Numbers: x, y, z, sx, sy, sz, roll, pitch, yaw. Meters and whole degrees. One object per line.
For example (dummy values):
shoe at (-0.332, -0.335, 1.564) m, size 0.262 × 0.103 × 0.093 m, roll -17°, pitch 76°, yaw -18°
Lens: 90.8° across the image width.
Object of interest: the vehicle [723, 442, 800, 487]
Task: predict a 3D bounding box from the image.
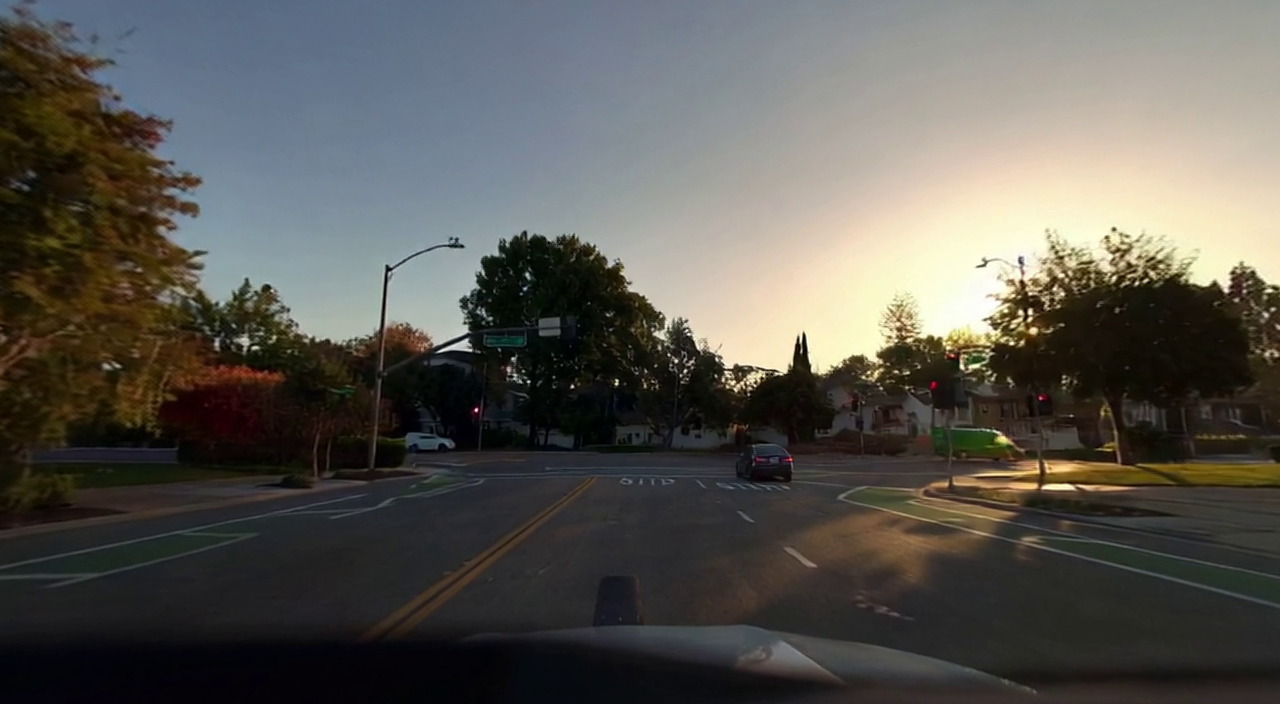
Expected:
vehicle at (4.344, 4.085, 23.252) m, size 1.947 × 1.485 × 4.336 m, roll 0°, pitch -8°, yaw 0°

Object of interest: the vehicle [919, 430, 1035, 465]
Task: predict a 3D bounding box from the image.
vehicle at (20.938, 5.959, 39.449) m, size 5.869 × 2.098 × 2.206 m, roll -1°, pitch -9°, yaw 3°

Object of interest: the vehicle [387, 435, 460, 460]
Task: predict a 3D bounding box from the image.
vehicle at (-14.061, 6.215, 41.168) m, size 4.081 × 1.522 × 1.863 m, roll -1°, pitch -9°, yaw 4°

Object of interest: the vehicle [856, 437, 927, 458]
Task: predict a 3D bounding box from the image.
vehicle at (19.551, 7.446, 49.254) m, size 4.630 × 1.637 × 2.023 m, roll 0°, pitch -9°, yaw 1°
